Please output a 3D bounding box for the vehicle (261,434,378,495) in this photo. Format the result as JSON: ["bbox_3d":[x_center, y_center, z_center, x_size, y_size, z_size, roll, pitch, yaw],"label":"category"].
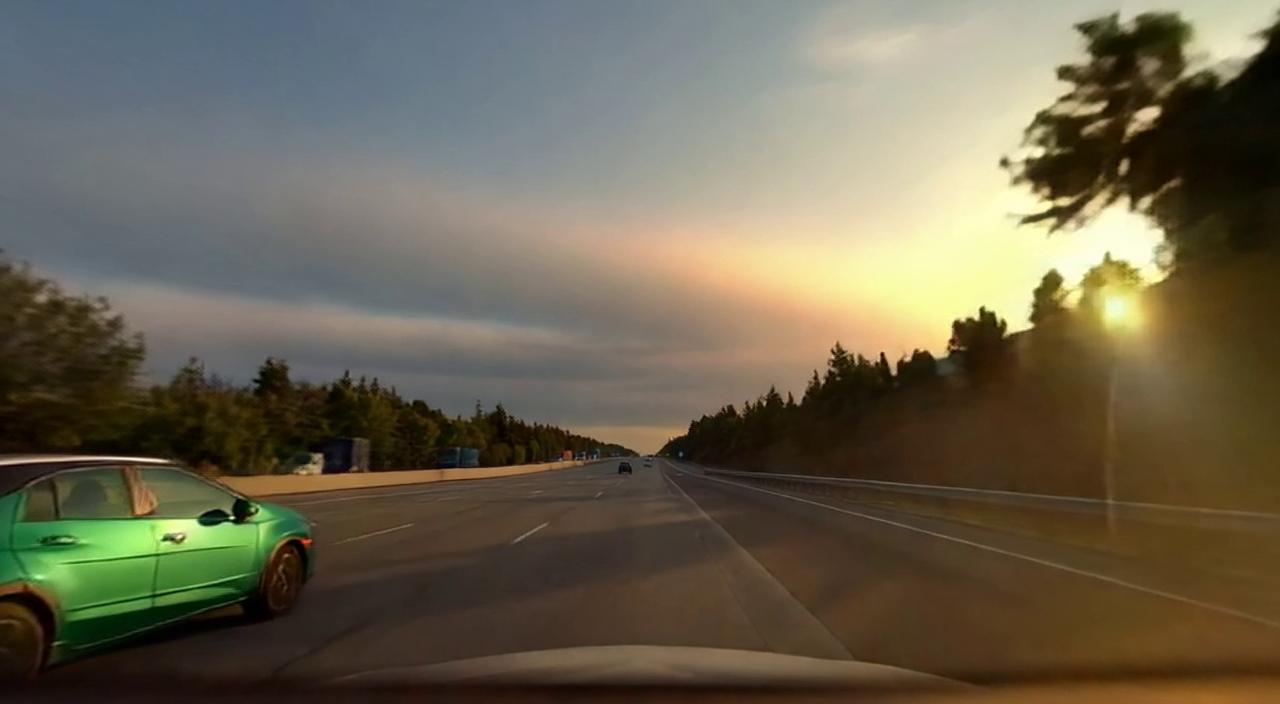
[{"bbox_3d":[-23.020,8.175,46.207,2.973,3.879,10.225,-1,-9,1],"label":"vehicle"}]
